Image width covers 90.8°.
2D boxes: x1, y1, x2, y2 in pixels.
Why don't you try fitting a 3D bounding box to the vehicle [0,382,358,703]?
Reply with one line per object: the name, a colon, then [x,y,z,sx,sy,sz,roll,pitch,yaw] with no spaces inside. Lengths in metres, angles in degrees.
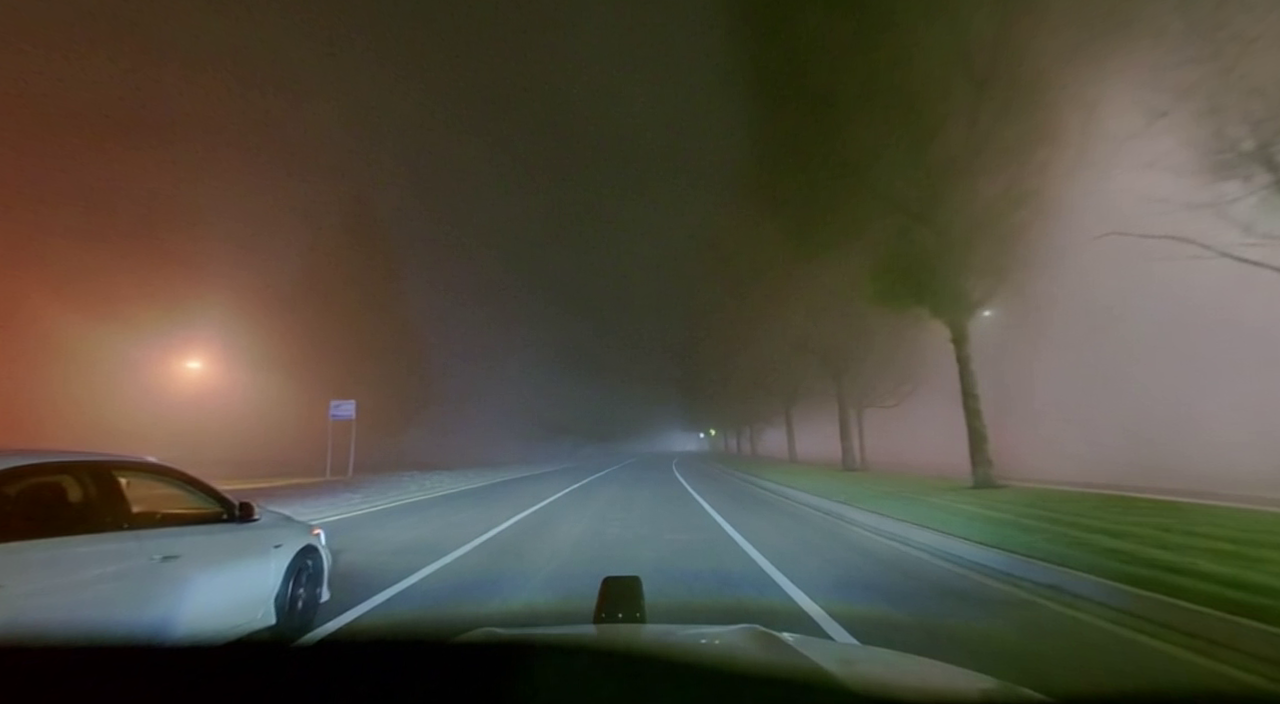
vehicle: [-3.265,0.987,2.969,1.915,1.521,4.283,0,-9,0]
